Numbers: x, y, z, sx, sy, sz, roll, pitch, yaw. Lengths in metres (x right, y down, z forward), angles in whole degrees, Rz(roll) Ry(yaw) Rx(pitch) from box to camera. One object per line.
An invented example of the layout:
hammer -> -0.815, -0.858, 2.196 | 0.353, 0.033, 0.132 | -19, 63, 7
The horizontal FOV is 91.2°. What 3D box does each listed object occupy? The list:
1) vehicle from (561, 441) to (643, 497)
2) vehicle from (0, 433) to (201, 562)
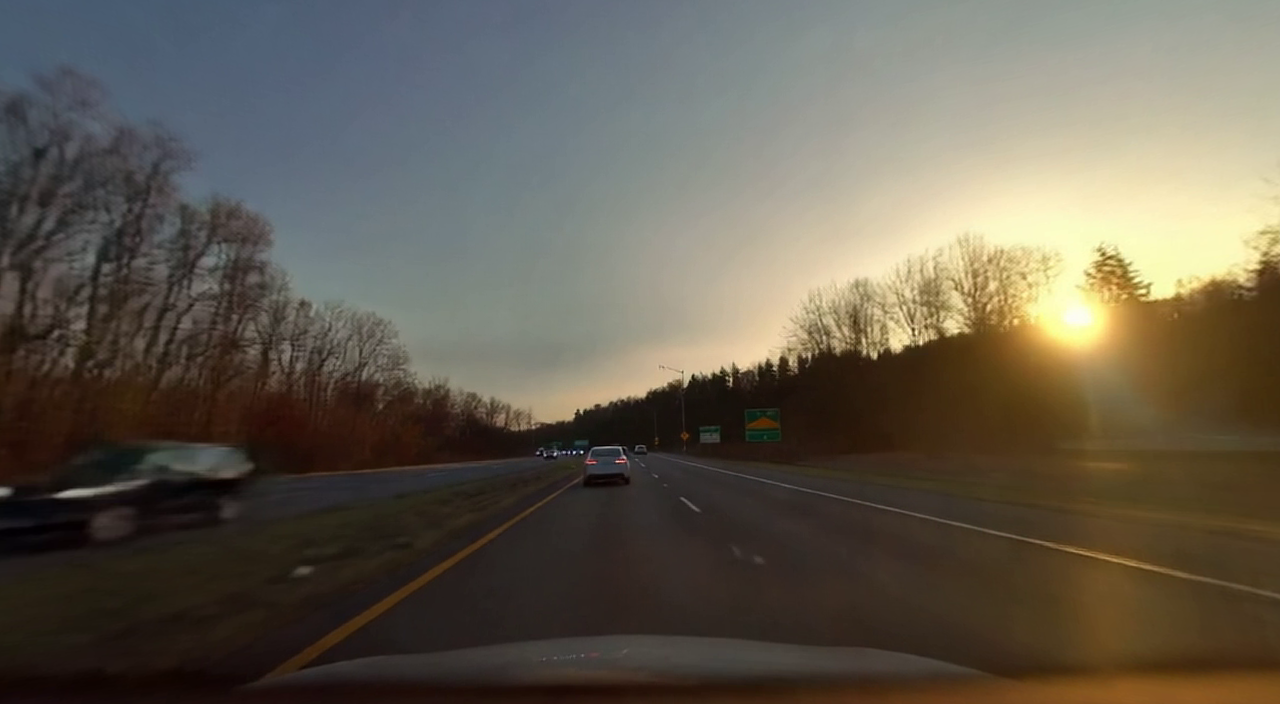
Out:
vehicle -> -1.111, 3.543, 19.383 | 2.244, 1.506, 4.097 | 0, -9, -2
vehicle -> -9.489, 2.141, 9.706 | 2.330, 1.637, 4.272 | 0, -9, -2
